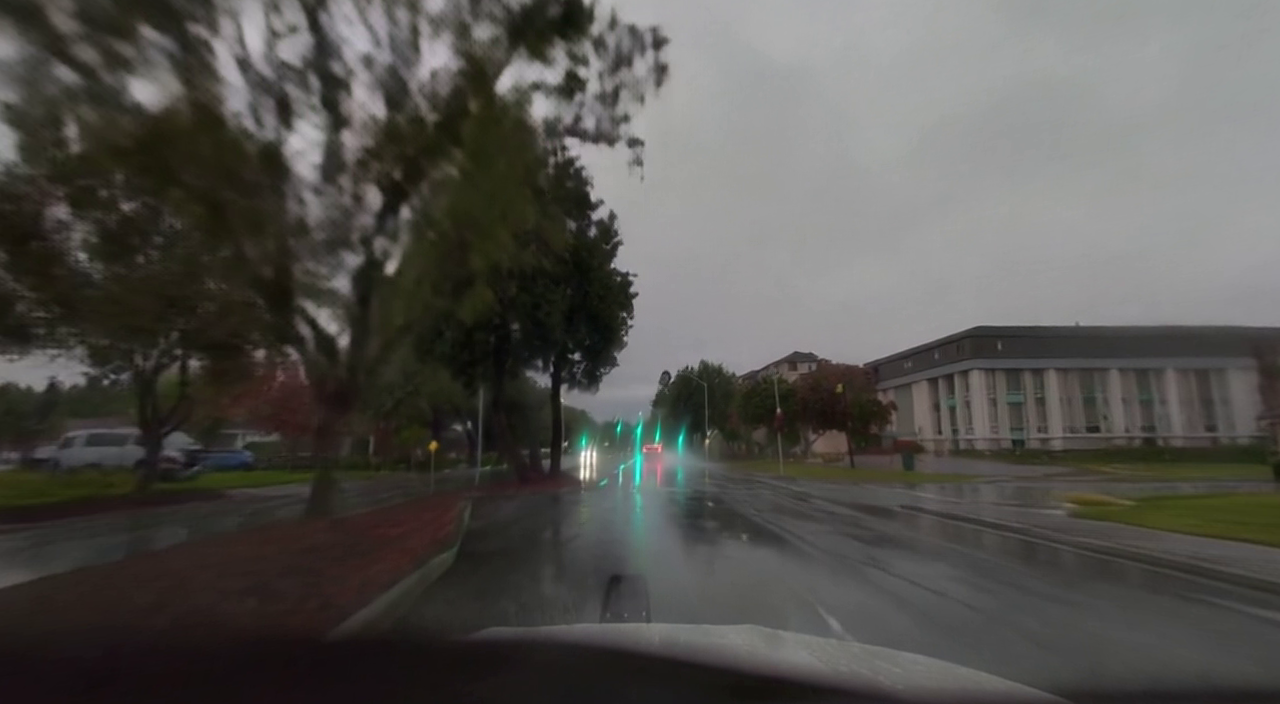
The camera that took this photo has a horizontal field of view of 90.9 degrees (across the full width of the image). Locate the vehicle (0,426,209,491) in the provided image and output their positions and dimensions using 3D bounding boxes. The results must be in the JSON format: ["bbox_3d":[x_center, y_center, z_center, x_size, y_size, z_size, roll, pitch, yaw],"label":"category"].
[{"bbox_3d":[-23.152,4.624,27.526,6.364,2.595,2.828,0,-9,-3],"label":"vehicle"}]
